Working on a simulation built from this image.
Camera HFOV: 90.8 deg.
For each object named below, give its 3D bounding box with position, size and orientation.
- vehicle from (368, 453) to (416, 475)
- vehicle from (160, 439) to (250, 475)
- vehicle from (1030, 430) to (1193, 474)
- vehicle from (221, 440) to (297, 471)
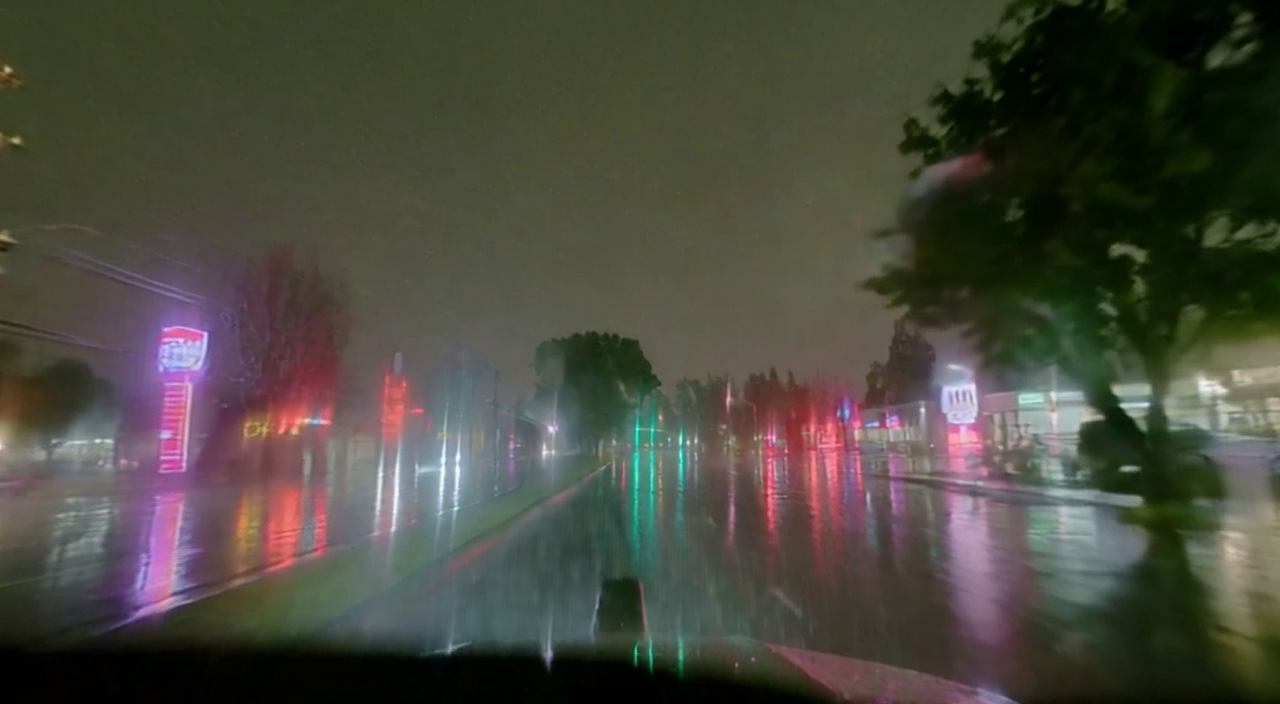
[{"bbox_3d":[-19.528,8.822,49.939,2.012,1.471,4.613,-2,-8,-2],"label":"vehicle"},{"bbox_3d":[-29.880,7.190,43.384,5.630,2.280,2.513,-4,-10,26],"label":"vehicle"},{"bbox_3d":[21.258,4.559,29.050,2.480,1.766,6.529,0,-9,0],"label":"vehicle"},{"bbox_3d":[-29.945,8.111,49.640,5.867,2.279,2.342,-5,-10,28],"label":"vehicle"}]
